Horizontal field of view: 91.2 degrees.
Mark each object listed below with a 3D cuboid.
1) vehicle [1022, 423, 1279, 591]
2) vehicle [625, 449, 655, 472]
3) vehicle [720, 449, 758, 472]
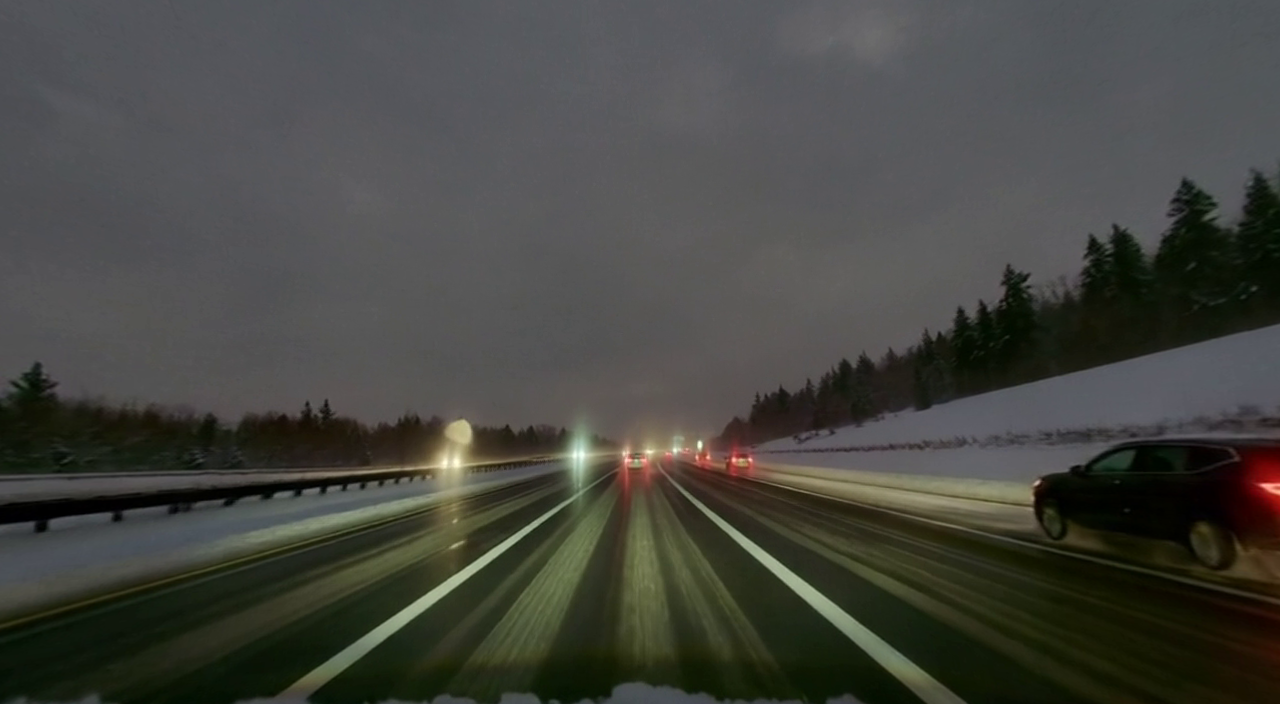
[{"bbox_3d":[6.895,1.649,7.236,2.008,1.533,4.592,0,-9,-1],"label":"vehicle"},{"bbox_3d":[-0.014,7.783,45.091,2.025,1.526,4.181,0,-9,0],"label":"vehicle"},{"bbox_3d":[6.786,7.435,43.276,1.941,1.485,3.701,0,-9,-1],"label":"vehicle"}]
